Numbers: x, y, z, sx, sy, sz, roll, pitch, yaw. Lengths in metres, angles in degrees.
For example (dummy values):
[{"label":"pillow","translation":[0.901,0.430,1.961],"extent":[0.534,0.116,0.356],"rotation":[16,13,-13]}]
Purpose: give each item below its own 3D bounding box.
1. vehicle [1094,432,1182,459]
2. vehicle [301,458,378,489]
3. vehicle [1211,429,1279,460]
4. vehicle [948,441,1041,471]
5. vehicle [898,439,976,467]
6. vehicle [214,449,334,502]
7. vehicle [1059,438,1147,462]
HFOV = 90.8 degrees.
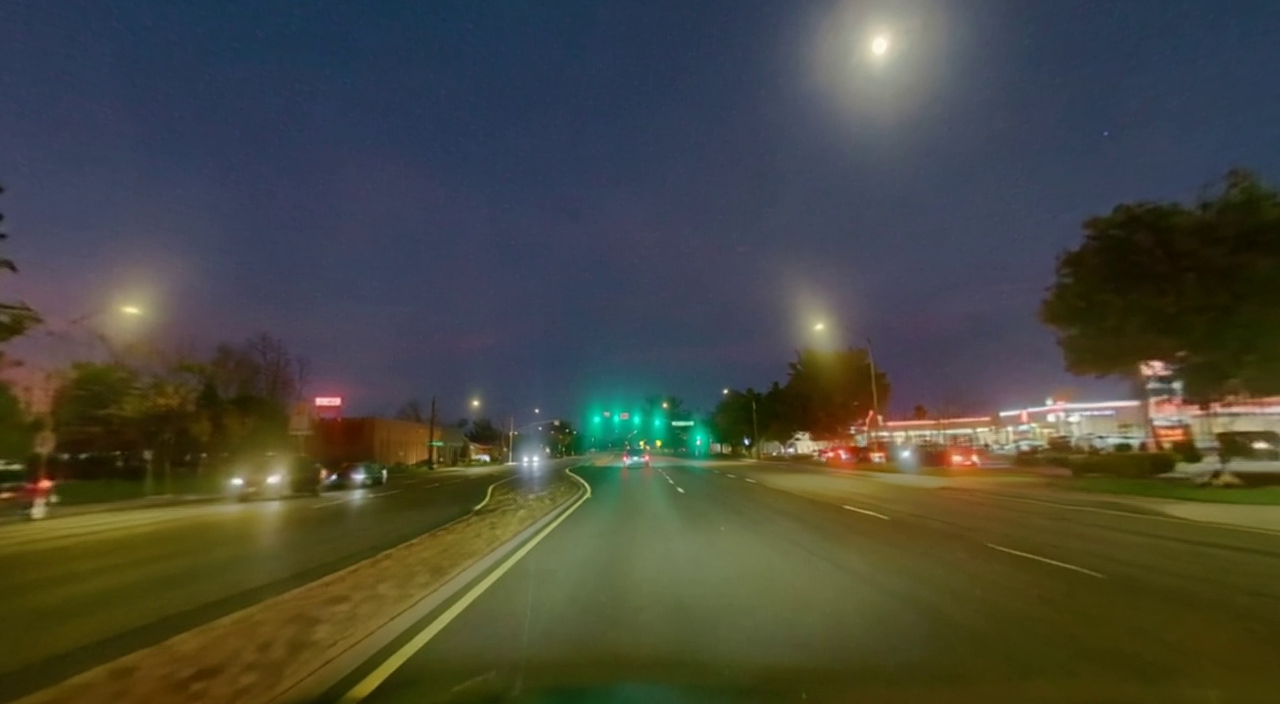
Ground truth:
[{"label":"vehicle","translation":[38.098,7.142,48.401],"extent":[4.809,1.814,2.098],"rotation":[-2,-8,3]},{"label":"vehicle","translation":[-16.745,6.766,35.476],"extent":[1.888,1.591,4.431],"rotation":[-1,-9,3]},{"label":"vehicle","translation":[37.813,5.601,38.225],"extent":[4.379,1.756,2.053],"rotation":[0,-9,0]},{"label":"vehicle","translation":[19.356,5.642,34.439],"extent":[4.731,1.535,2.079],"rotation":[4,-10,-27]},{"label":"vehicle","translation":[19.118,6.480,40.634],"extent":[4.630,1.704,2.063],"rotation":[4,-10,-27]},{"label":"vehicle","translation":[-14.493,4.848,25.420],"extent":[2.046,1.900,4.689],"rotation":[0,-9,-1]},{"label":"vehicle","translation":[31.735,6.725,43.400],"extent":[4.446,1.560,1.943],"rotation":[0,-9,3]}]
